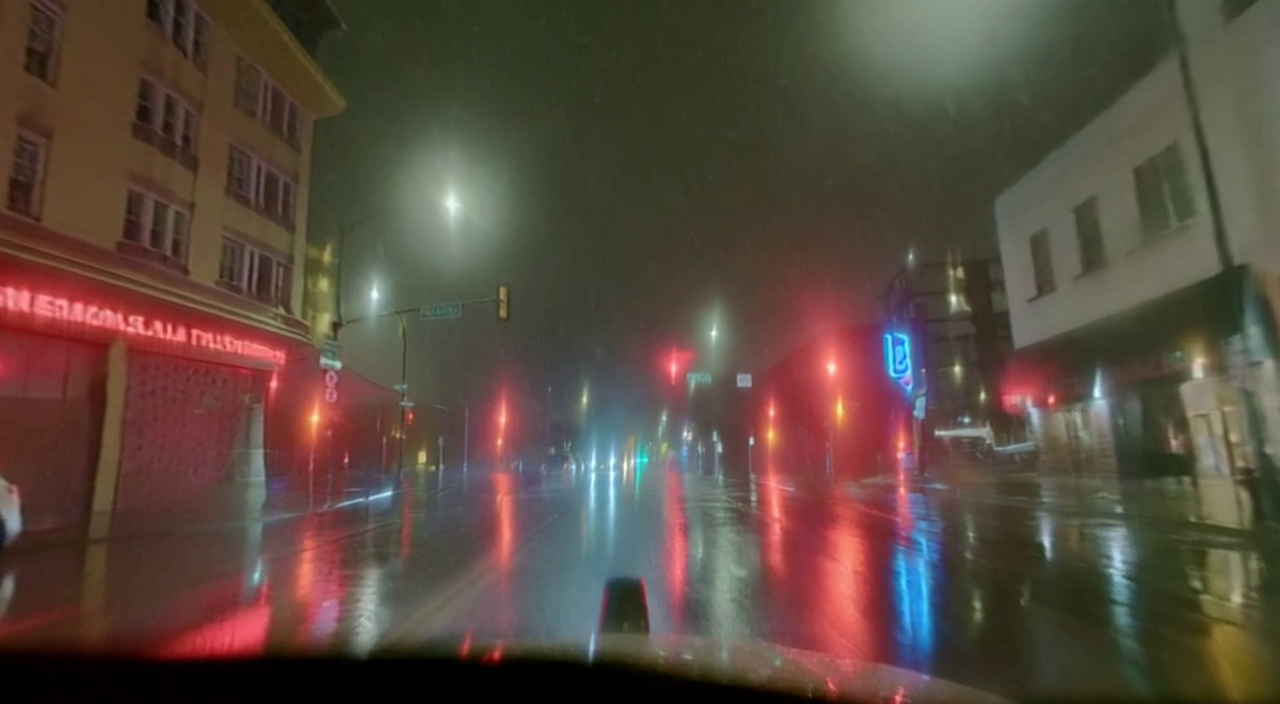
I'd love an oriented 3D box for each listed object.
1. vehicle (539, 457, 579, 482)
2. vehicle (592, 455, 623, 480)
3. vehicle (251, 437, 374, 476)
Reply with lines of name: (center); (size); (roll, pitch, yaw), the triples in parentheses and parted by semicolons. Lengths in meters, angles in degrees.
vehicle: (-5.825, 8.493, 45.885); (2.167, 1.643, 4.518); (-1, -8, 2)
vehicle: (-2.337, 8.359, 45.875); (1.981, 1.625, 4.399); (0, -8, 1)
vehicle: (-17.657, 5.640, 34.177); (5.376, 1.994, 2.196); (0, -8, 2)
